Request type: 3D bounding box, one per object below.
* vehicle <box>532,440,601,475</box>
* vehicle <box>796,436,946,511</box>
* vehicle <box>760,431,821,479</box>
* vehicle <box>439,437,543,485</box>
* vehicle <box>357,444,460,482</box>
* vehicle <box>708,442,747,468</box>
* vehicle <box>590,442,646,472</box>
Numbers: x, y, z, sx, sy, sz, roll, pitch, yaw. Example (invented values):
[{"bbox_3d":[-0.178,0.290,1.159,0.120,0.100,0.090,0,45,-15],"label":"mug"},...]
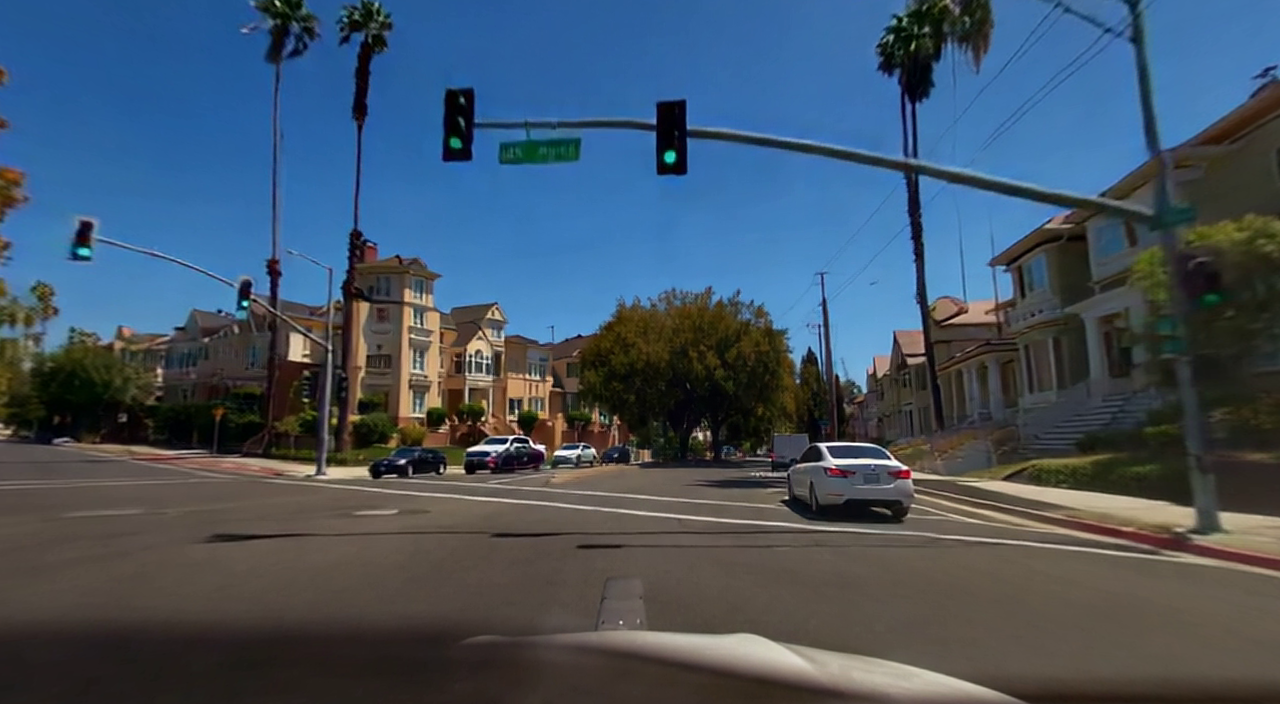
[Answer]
[{"bbox_3d":[-3.467,5.074,30.697,1.852,1.498,4.238,-5,-9,15],"label":"vehicle"},{"bbox_3d":[5.426,2.901,15.590,2.096,1.552,4.519,0,-9,2],"label":"vehicle"},{"bbox_3d":[6.832,4.724,29.173,2.109,2.002,4.424,-1,-9,5],"label":"vehicle"},{"bbox_3d":[-5.525,4.081,24.156,1.959,1.515,4.668,-2,-7,13],"label":"vehicle"},{"bbox_3d":[-9.030,4.329,25.005,1.891,1.358,3.828,-2,-9,15],"label":"vehicle"},{"bbox_3d":[5.712,6.615,40.868,1.923,1.576,4.026,-2,-9,16],"label":"vehicle"},{"bbox_3d":[-1.314,6.552,39.731,2.081,1.453,4.698,-5,-7,15],"label":"vehicle"}]
